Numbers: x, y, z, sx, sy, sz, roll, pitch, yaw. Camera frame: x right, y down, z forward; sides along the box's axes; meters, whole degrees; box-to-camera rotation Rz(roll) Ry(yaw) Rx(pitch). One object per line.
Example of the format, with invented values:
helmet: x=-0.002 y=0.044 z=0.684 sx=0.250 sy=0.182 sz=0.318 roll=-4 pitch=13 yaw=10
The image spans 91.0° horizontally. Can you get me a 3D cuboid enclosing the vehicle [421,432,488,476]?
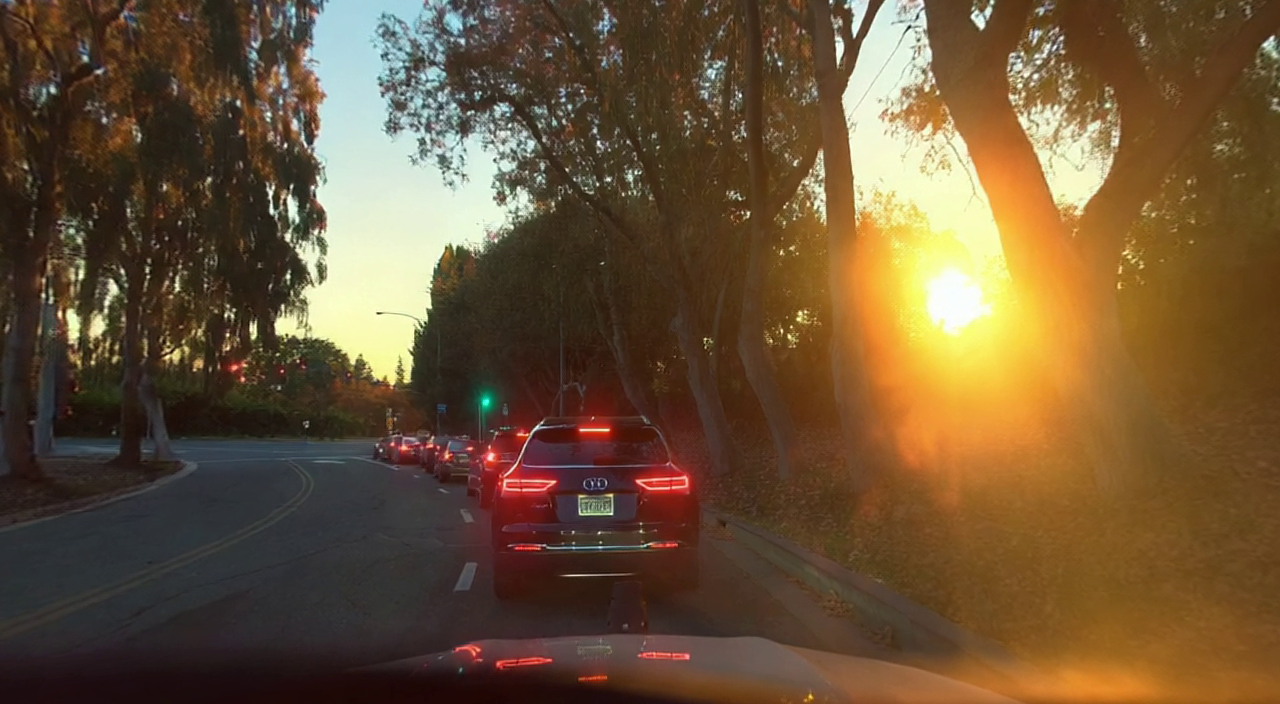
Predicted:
vehicle: x=-7.283 y=3.939 z=24.486 sx=1.902 sy=1.536 sz=3.662 roll=4 pitch=-9 yaw=-25

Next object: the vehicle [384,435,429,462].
vehicle: x=-13.758 y=5.641 z=36.912 sx=1.863 sy=1.488 sz=4.426 roll=4 pitch=-9 yaw=-27

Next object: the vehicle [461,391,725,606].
vehicle: x=-0.680 y=1.460 z=7.204 sx=2.134 sy=1.671 sz=4.147 roll=1 pitch=-8 yaw=-9
